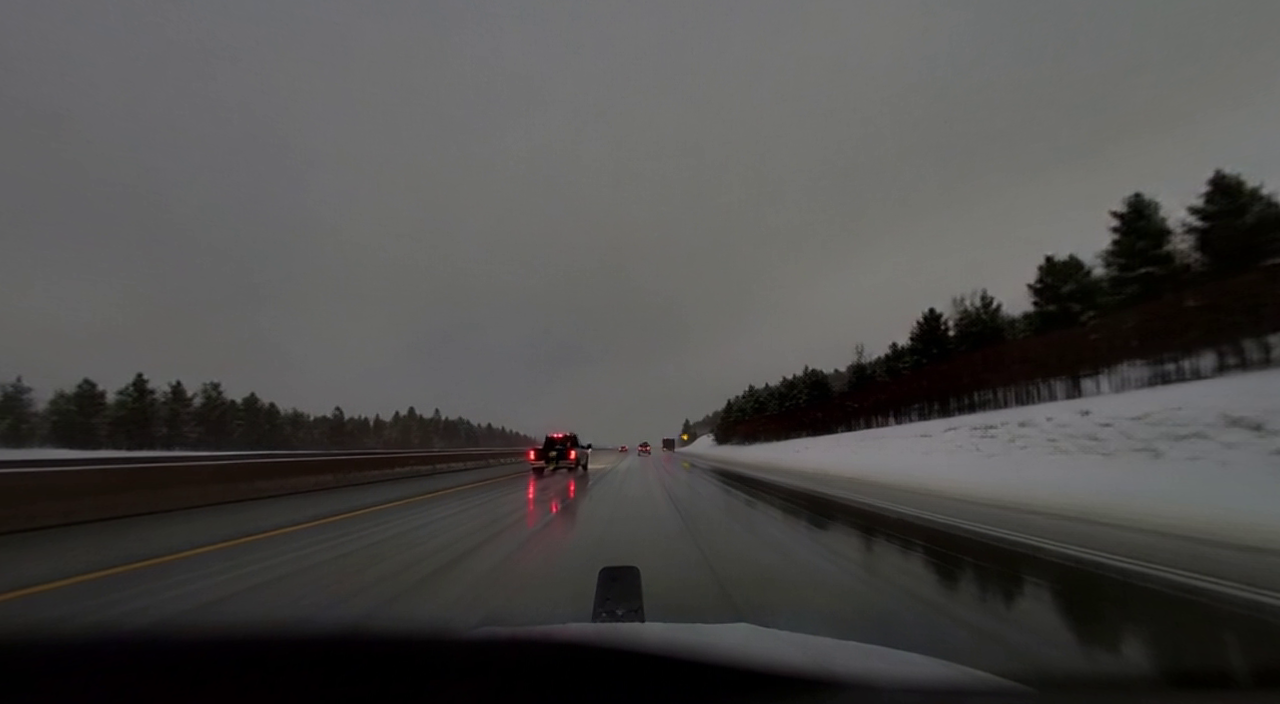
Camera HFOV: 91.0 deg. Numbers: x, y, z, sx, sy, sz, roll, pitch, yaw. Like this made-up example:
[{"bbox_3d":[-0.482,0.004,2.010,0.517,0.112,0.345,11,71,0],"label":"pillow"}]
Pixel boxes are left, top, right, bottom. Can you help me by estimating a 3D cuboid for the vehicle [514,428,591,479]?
[{"bbox_3d":[-3.533,4.249,26.625,2.379,1.918,5.504,0,-8,1],"label":"vehicle"}]
